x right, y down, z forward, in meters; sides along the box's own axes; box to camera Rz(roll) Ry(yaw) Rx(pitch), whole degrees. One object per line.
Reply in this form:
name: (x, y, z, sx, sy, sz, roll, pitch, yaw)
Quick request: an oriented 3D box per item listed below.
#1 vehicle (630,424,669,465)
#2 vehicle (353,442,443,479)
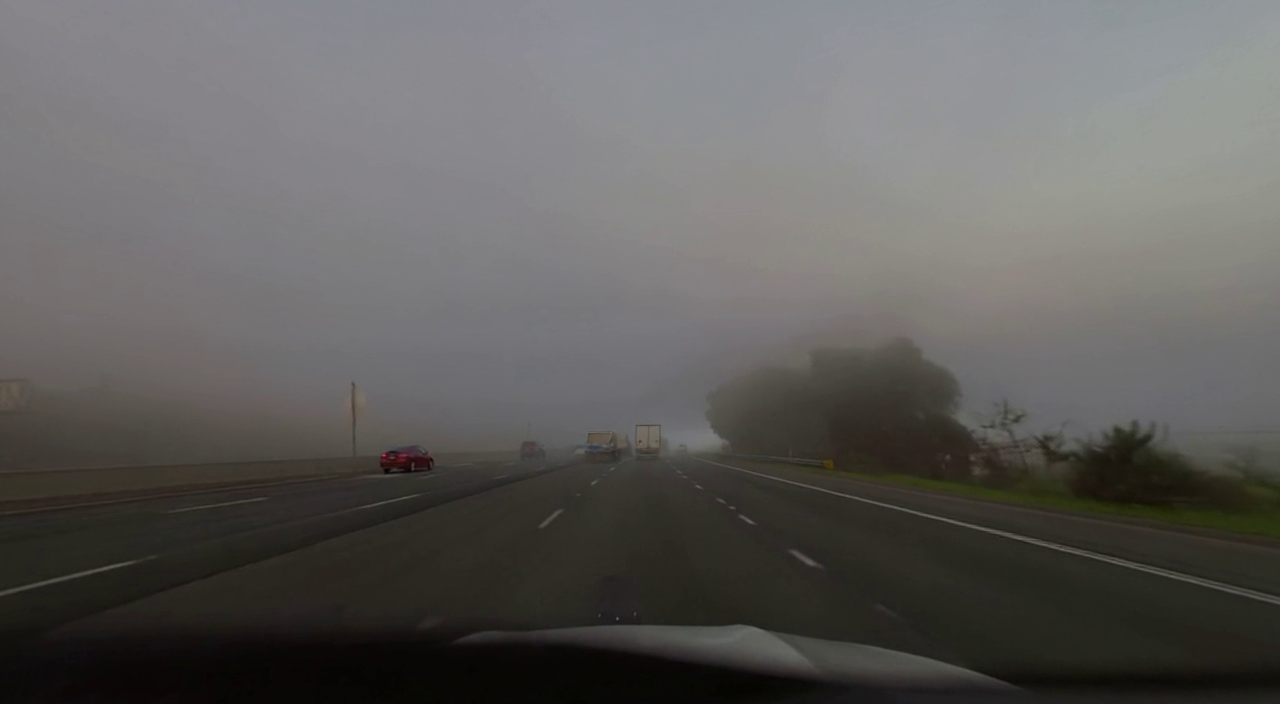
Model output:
vehicle: (0.744, 7.146, 49.124, 2.768, 2.854, 6.757, 2, -8, 1)
vehicle: (-10.313, 4.643, 27.325, 1.952, 1.457, 4.689, 0, -8, 1)
